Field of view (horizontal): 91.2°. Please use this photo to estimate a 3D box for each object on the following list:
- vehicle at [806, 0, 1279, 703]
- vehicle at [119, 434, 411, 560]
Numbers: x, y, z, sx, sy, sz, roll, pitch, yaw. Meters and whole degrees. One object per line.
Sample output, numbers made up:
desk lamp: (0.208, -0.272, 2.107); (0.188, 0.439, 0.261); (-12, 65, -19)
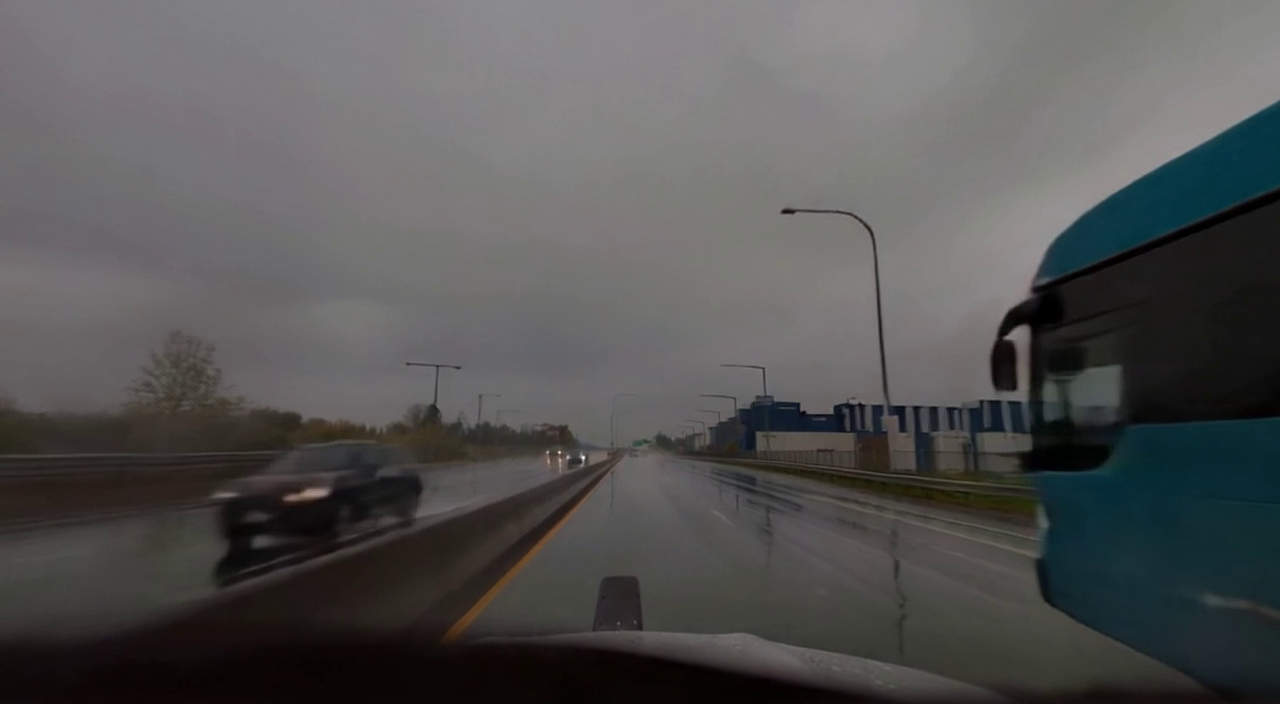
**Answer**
vehicle: (3.816, -0.719, 0.562); (3.277, 4.084, 14.213); (1, -9, -1)
vehicle: (-5.474, 2.145, 10.030); (1.977, 1.530, 4.328); (0, -9, 0)
